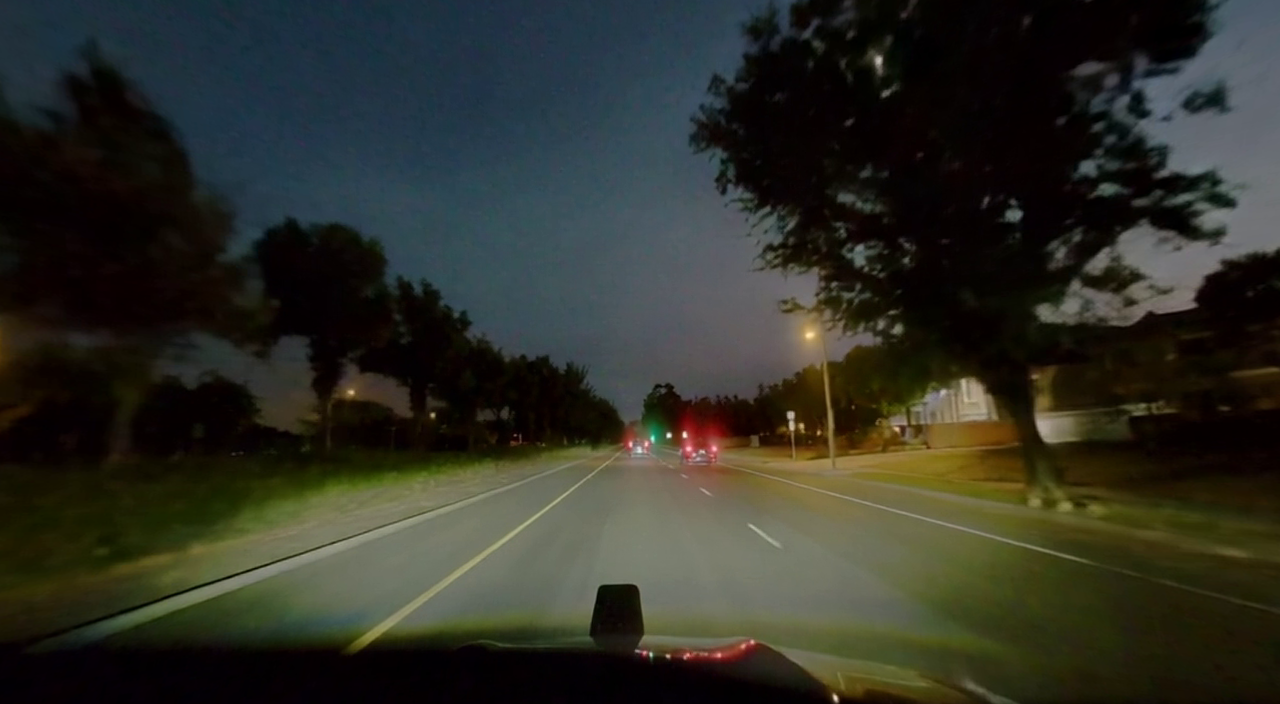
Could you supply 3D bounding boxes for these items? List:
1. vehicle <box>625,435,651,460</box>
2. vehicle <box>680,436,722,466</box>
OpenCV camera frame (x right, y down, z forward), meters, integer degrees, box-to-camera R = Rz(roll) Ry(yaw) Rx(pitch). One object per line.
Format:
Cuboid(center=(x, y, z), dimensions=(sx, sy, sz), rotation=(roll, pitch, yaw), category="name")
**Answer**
Cuboid(center=(-0.183, 7.502, 49.667), dimensions=(1.925, 1.799, 4.257), rotation=(0, -8, 0), category="vehicle")
Cuboid(center=(3.485, 5.778, 36.883), dimensions=(1.888, 1.640, 4.044), rotation=(0, -8, -2), category="vehicle")
